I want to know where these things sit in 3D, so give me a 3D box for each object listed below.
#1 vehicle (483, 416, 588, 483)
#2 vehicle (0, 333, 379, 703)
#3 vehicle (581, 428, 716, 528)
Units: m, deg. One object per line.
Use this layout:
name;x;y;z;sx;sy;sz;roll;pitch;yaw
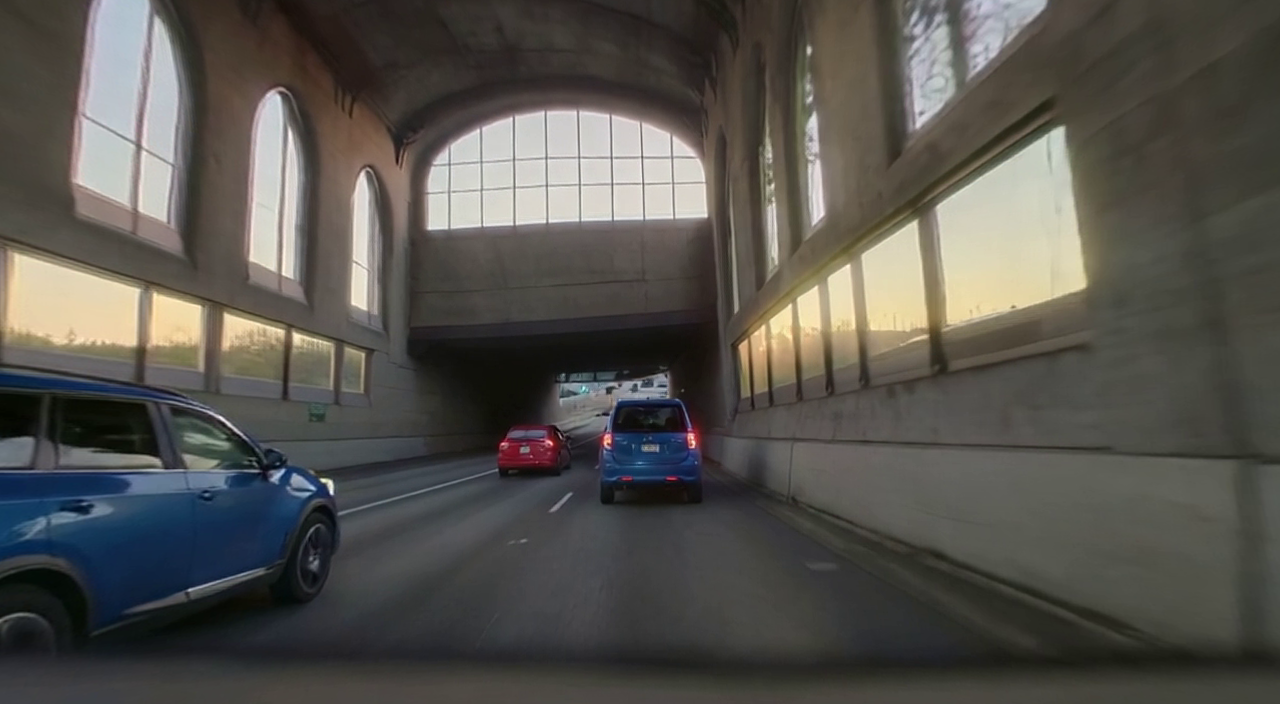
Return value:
vehicle;-3.328;3.296;21.486;2.329;1.948;5.800;-1;-9;3
vehicle;-3.542;0.991;3.661;2.017;1.761;4.572;0;-9;1
vehicle;0.142;2.196;11.527;2.020;1.478;4.092;0;-9;1
